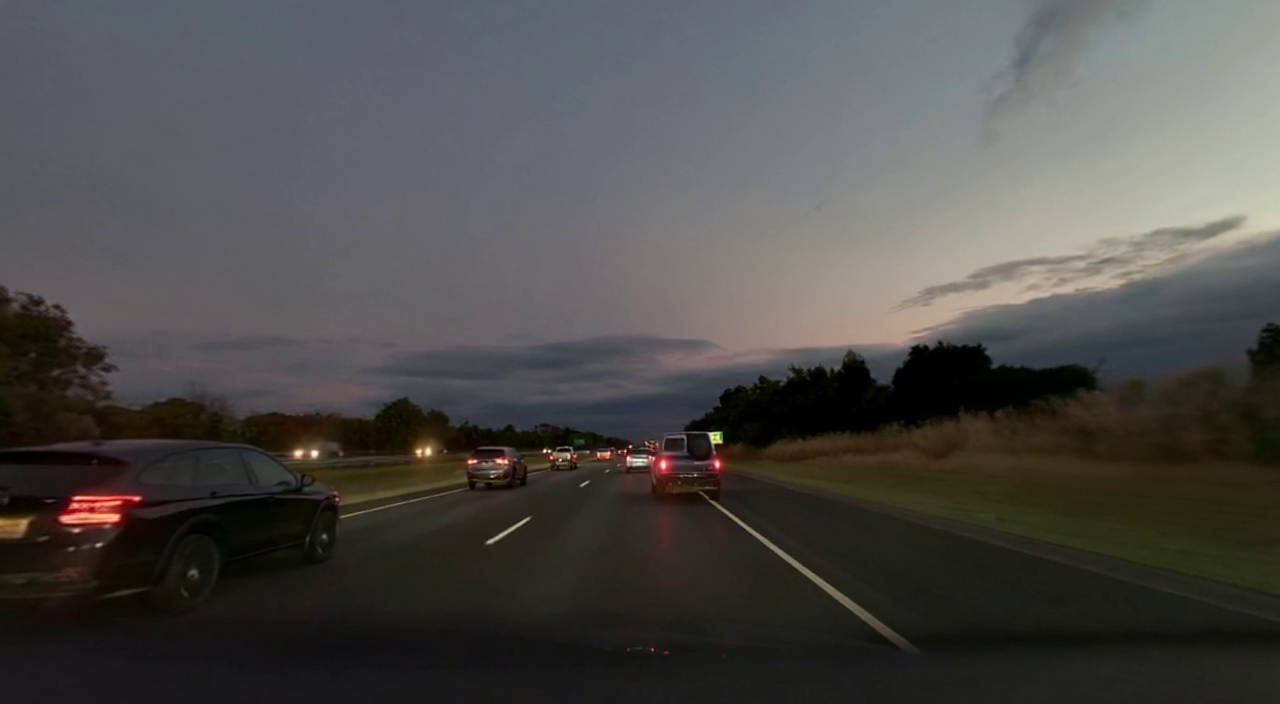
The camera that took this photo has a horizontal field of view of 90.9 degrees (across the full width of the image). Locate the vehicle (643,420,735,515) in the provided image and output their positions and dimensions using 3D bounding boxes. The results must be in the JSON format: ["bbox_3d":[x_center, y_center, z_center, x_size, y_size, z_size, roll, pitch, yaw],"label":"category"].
[{"bbox_3d":[1.019,2.673,14.956,1.825,1.920,3.960,0,-9,0],"label":"vehicle"}]

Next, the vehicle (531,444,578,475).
[{"bbox_3d":[-4.439,5.647,33.256,1.867,1.489,3.829,0,-9,1],"label":"vehicle"}]

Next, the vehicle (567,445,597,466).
[{"bbox_3d":[-4.458,8.011,48.753,1.855,1.527,4.209,0,-9,1],"label":"vehicle"}]

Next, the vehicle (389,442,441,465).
[{"bbox_3d":[-15.553,7.035,43.778,1.996,1.519,4.282,0,-9,1],"label":"vehicle"}]

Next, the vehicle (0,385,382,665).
[{"bbox_3d":[-4.264,1.321,5.775,2.034,1.642,3.969,0,-9,1],"label":"vehicle"}]

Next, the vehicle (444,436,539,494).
[{"bbox_3d":[-4.610,3.569,20.283,1.934,1.642,4.201,0,-9,2],"label":"vehicle"}]
